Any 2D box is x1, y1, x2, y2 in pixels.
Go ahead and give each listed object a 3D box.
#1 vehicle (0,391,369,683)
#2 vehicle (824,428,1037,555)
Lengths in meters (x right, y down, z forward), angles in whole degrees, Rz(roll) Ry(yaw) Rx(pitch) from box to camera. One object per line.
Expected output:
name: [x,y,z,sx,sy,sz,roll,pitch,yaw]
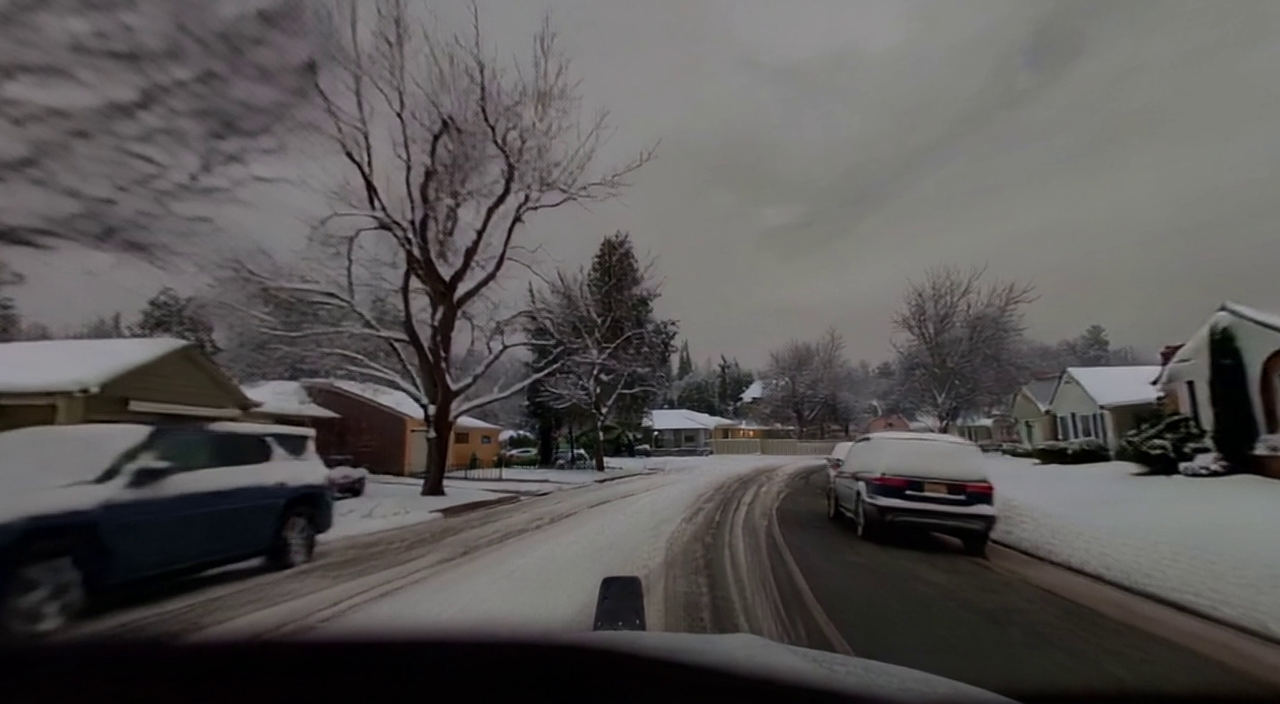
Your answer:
vehicle: [-4.731,1.433,5.930,2.041,1.762,4.508,-3,-8,6]
vehicle: [4.568,2.230,10.876,2.075,1.657,4.648,-1,-9,9]
